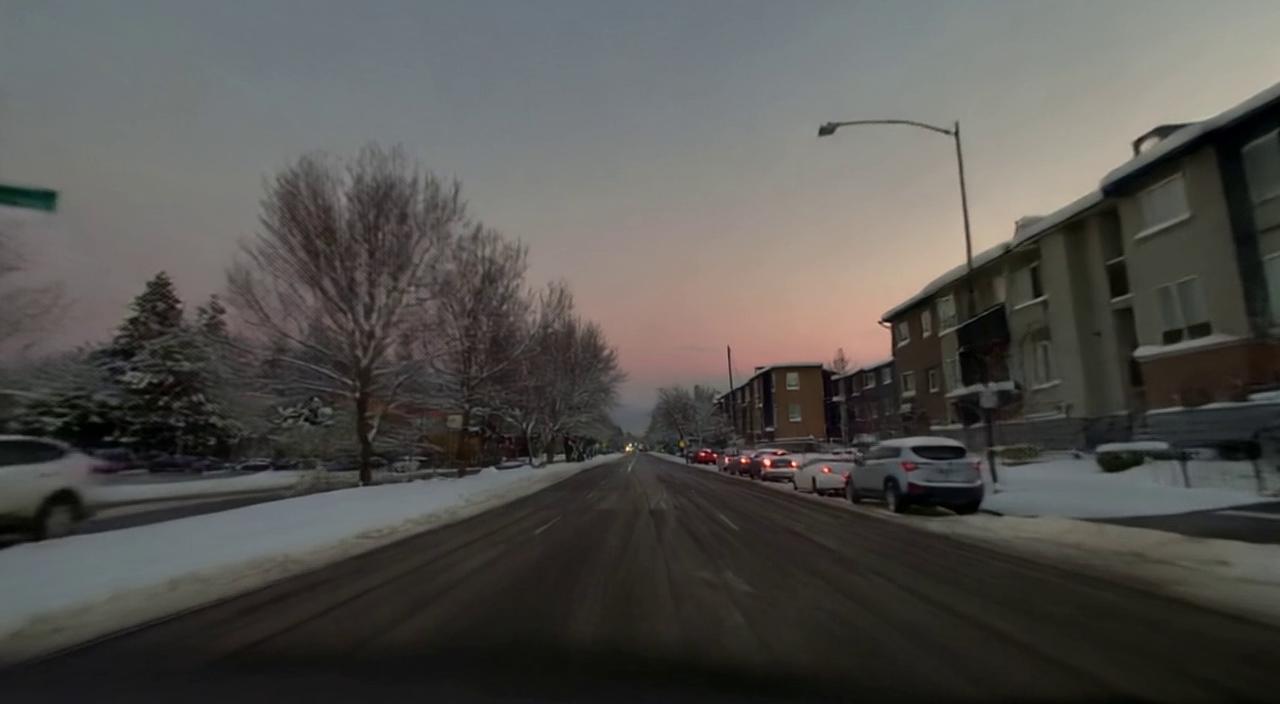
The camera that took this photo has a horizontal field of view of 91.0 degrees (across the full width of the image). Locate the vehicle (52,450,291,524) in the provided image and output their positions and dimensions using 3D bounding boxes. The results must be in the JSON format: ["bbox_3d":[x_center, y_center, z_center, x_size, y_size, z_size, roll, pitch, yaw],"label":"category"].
[{"bbox_3d":[-11.800,3.400,16.458,2.629,1.623,4.633,0,-9,1],"label":"vehicle"}]

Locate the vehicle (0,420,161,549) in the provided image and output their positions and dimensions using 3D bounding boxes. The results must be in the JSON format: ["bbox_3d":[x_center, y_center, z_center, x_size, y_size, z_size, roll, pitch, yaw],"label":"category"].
[{"bbox_3d":[-11.814,2.253,10.768,2.445,2.105,5.995,0,-9,0],"label":"vehicle"}]

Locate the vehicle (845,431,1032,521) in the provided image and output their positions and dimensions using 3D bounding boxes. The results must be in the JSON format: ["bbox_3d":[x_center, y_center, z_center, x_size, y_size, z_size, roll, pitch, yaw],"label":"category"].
[{"bbox_3d":[7.099,2.996,15.741,2.241,1.877,4.810,0,-9,0],"label":"vehicle"}]

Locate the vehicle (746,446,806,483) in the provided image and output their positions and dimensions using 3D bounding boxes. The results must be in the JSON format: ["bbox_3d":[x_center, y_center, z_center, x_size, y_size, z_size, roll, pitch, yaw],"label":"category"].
[{"bbox_3d":[6.850,5.702,32.125,2.078,1.699,4.292,0,-9,0],"label":"vehicle"}]
